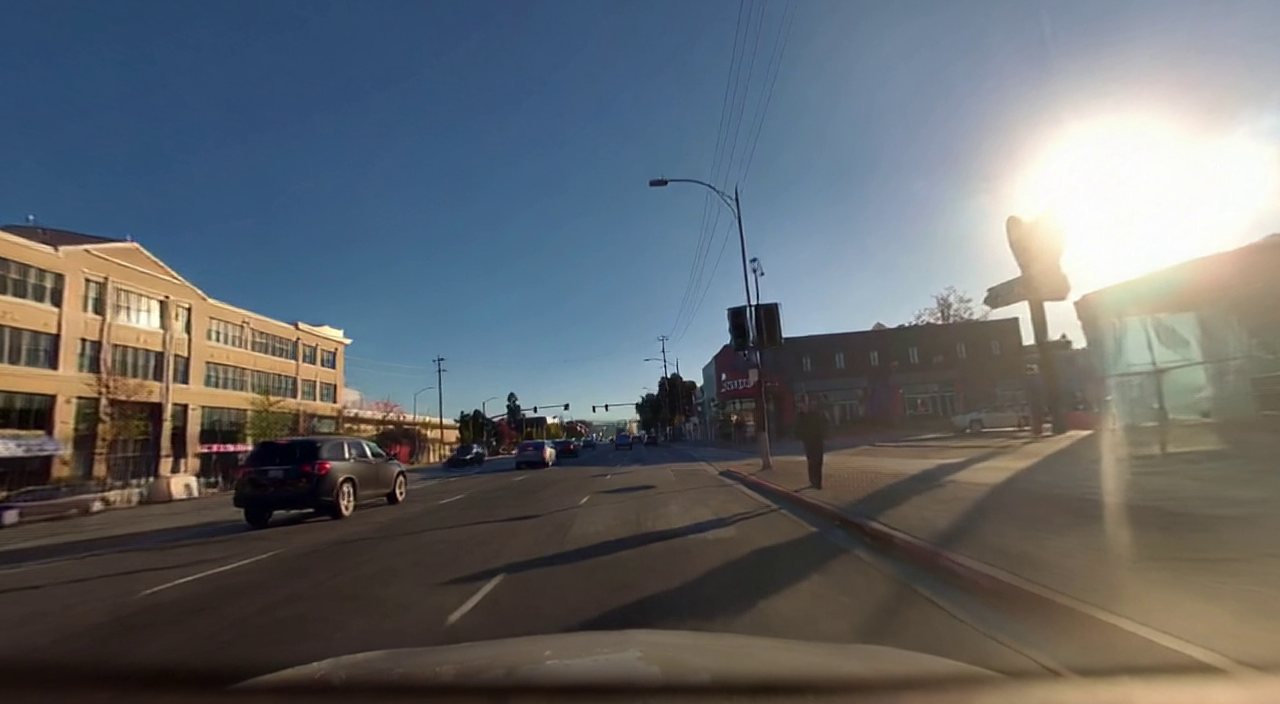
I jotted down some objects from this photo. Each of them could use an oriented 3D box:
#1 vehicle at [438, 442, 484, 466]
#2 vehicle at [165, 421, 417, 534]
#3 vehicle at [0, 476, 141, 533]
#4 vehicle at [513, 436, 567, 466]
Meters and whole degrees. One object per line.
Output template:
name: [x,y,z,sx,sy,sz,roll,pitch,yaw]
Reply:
vehicle: [-13.211,7.561,46.814,2.003,1.704,4.334,-1,-8,1]
vehicle: [-6.154,2.260,12.001,2.007,1.698,4.759,0,-8,1]
vehicle: [-20.679,5.335,22.470,1.773,1.511,4.687,1,-8,2]
vehicle: [-5.288,5.301,33.996,2.030,1.488,4.650,-1,-8,2]
